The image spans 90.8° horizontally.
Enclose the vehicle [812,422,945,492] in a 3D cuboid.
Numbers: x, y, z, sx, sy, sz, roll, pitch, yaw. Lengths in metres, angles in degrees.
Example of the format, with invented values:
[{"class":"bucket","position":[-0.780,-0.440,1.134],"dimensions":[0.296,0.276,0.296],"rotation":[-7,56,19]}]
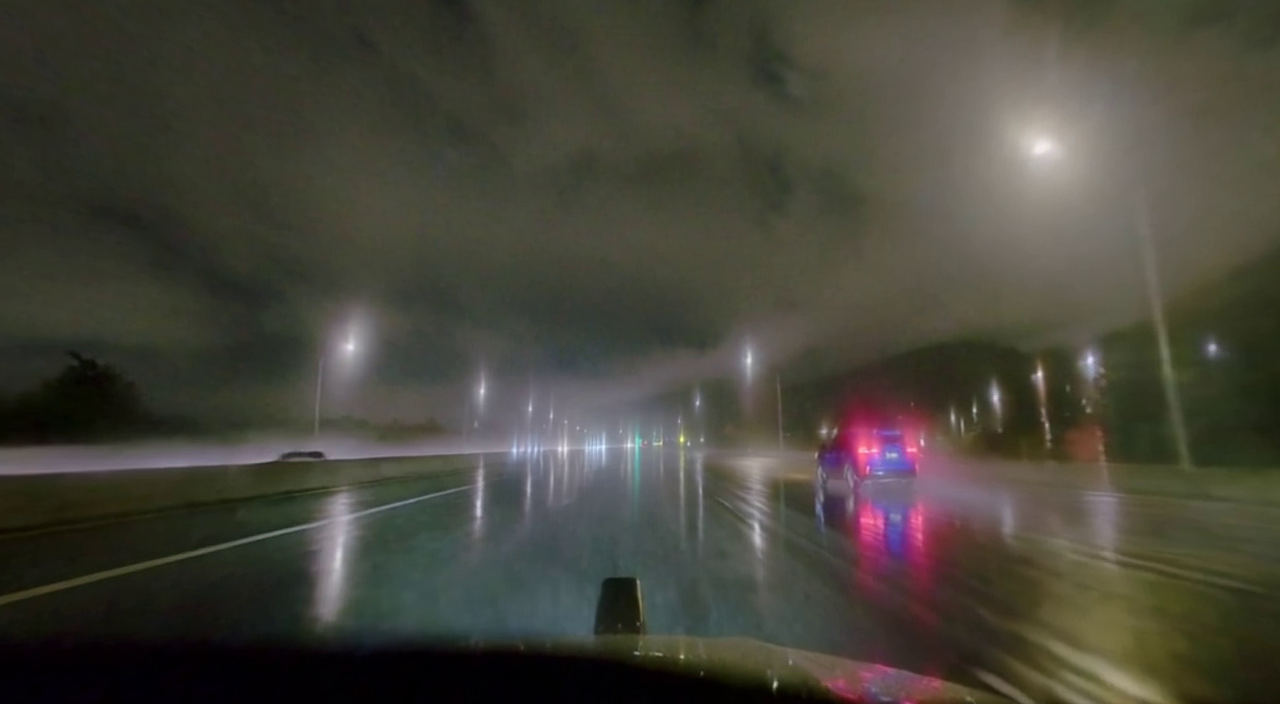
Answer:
[{"class":"vehicle","position":[7.187,3.223,19.700],"dimensions":[2.222,1.899,4.595],"rotation":[0,-8,-2]}]

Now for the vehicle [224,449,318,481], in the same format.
[{"class":"vehicle","position":[-18.356,5.623,31.709],"dimensions":[1.989,1.471,4.517],"rotation":[0,-8,0]}]
